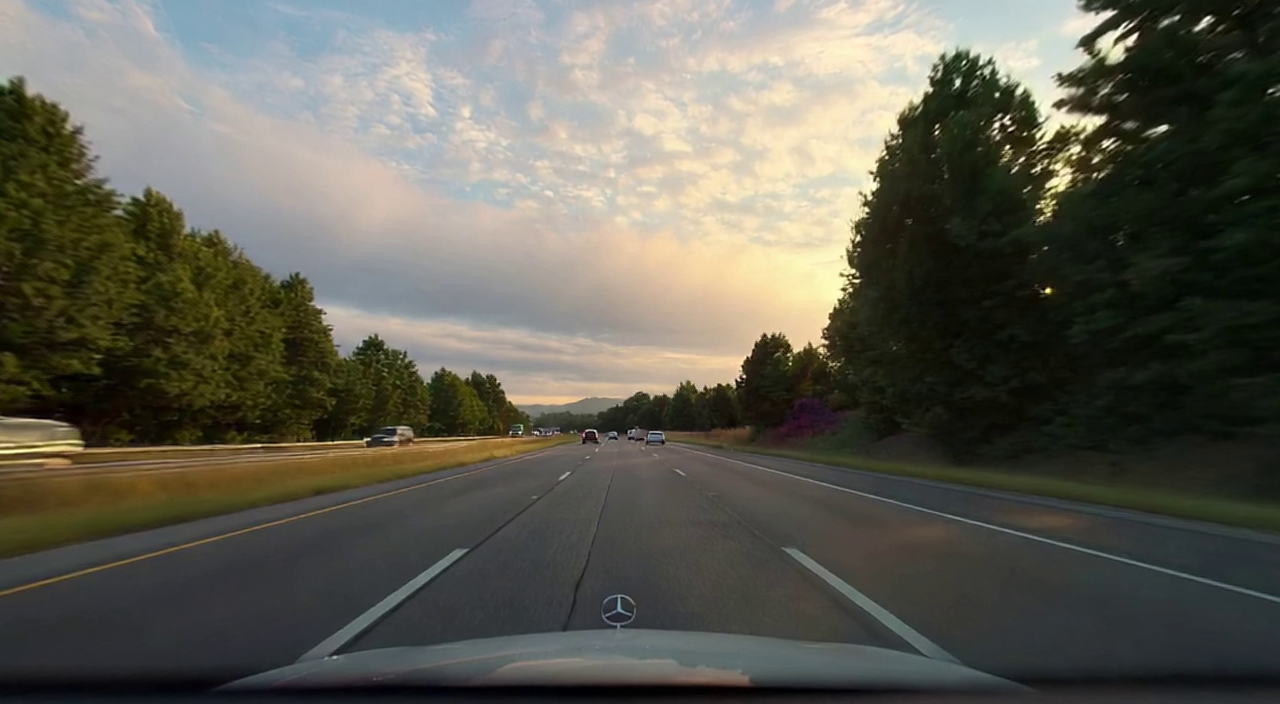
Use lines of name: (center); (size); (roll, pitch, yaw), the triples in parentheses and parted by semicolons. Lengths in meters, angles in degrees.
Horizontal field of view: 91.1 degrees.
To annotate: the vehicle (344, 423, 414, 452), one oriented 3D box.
vehicle: (-14.287, 4.733, 34.695); (2.055, 1.481, 4.316); (0, -8, -1)
